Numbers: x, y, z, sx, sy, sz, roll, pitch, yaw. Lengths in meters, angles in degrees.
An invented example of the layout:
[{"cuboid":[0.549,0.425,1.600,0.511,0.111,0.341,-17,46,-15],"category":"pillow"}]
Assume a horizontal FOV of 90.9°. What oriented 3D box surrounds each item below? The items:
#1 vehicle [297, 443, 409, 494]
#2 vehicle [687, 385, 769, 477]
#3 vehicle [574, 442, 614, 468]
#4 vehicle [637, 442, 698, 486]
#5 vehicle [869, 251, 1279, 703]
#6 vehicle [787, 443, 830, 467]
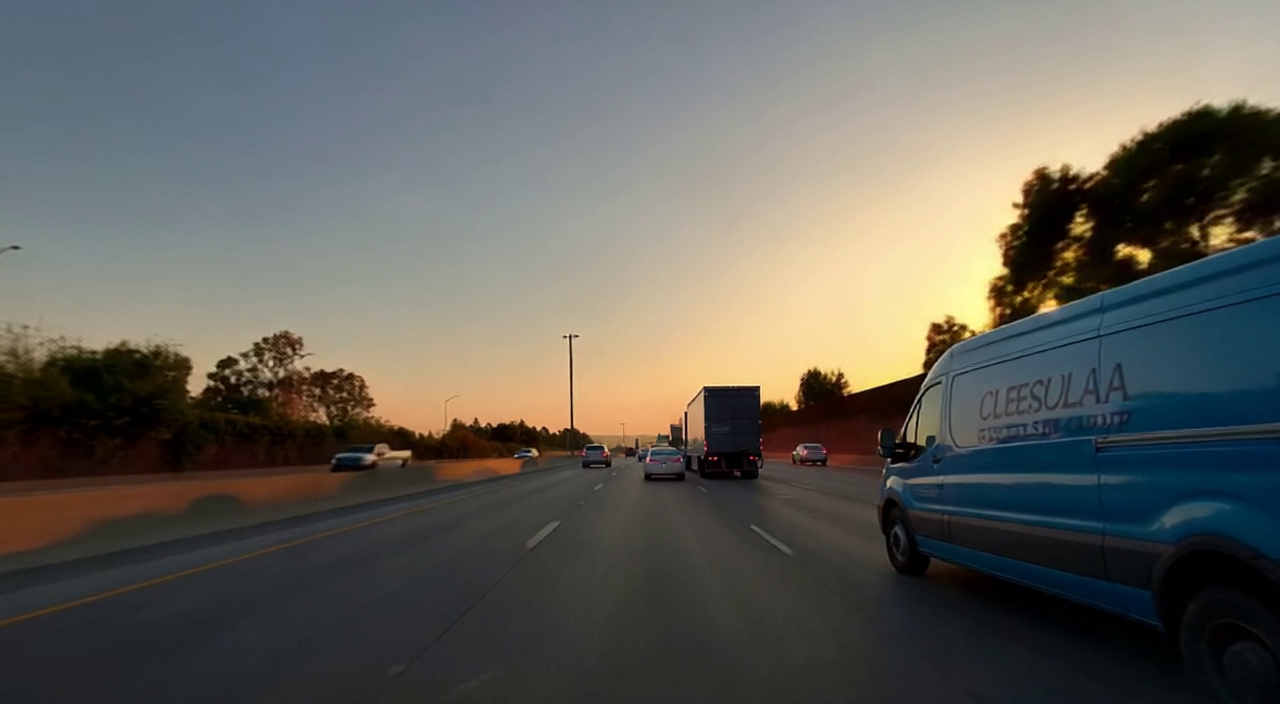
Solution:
[{"cuboid":[-12.012,4.889,26.954,2.166,1.890,5.403,0,-9,1],"category":"vehicle"},{"cuboid":[4.373,4.442,34.337,2.821,4.077,12.562,0,-9,1],"category":"vehicle"},{"cuboid":[-2.904,6.687,41.050,2.182,1.601,4.364,0,-9,1],"category":"vehicle"},{"cuboid":[0.917,4.168,23.735,2.063,1.469,4.208,0,-9,0],"category":"vehicle"},{"cuboid":[3.628,0.848,3.725,2.441,2.017,5.739,0,-9,1],"category":"vehicle"},{"cuboid":[11.206,6.863,42.268,1.870,1.525,3.680,0,-9,0],"category":"vehicle"}]
